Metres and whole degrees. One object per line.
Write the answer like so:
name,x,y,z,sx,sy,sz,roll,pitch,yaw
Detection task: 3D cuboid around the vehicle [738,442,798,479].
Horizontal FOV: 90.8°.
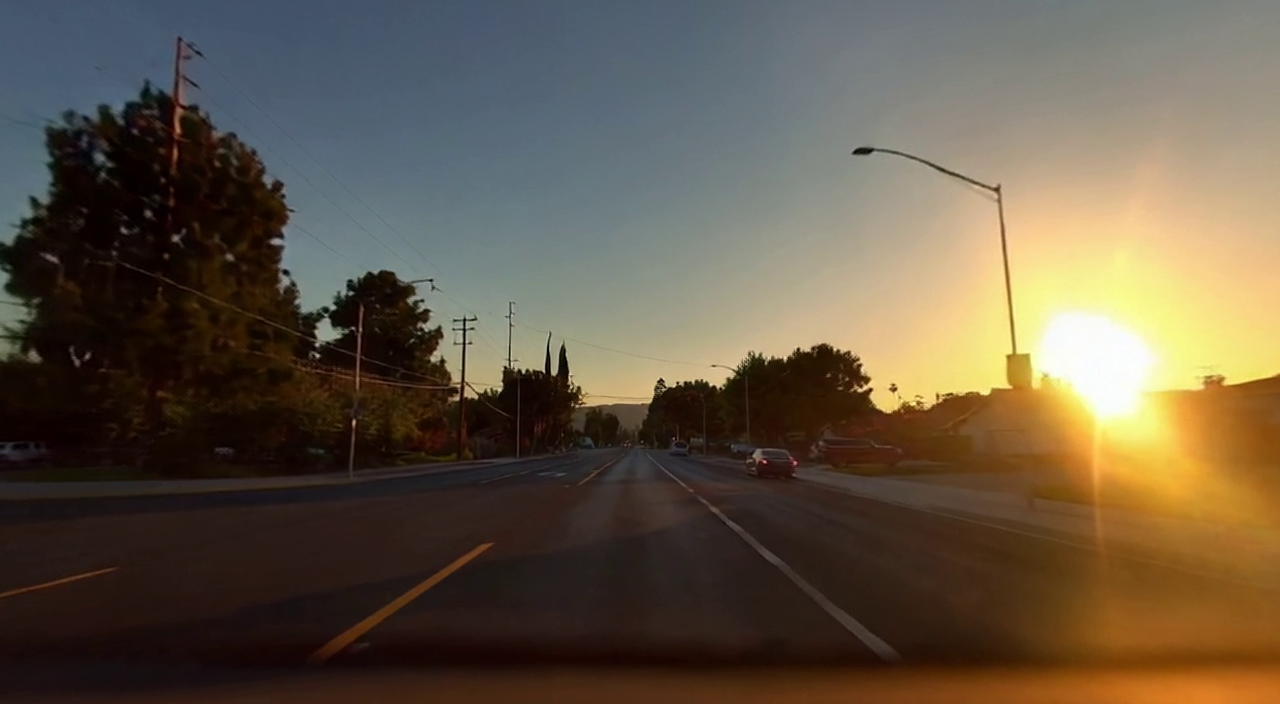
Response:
vehicle,6.637,5.653,33.241,2.043,1.747,4.680,0,-9,-2

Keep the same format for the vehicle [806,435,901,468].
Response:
vehicle,12.922,6.051,38.440,5.037,1.925,2.021,-1,-9,3
